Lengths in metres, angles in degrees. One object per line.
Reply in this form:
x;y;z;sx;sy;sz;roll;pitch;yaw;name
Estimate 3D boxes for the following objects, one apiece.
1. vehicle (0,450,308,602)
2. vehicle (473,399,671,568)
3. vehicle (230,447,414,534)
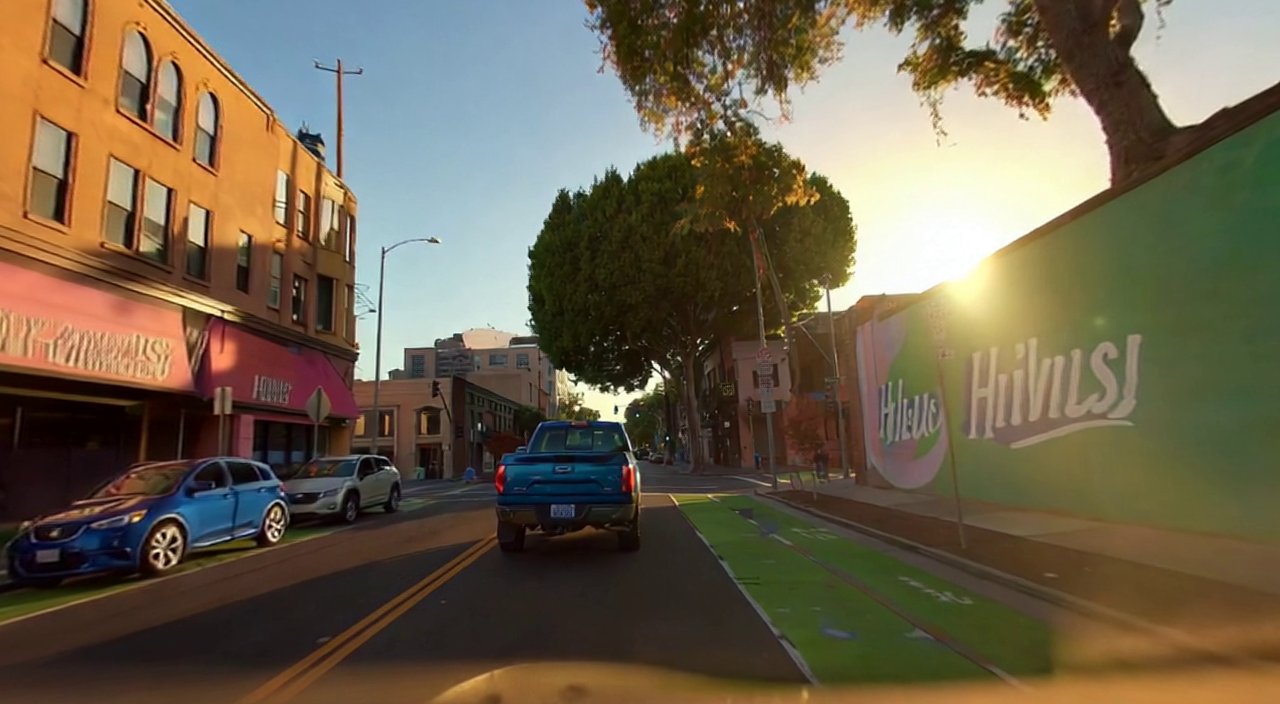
-7.203;2.422;9.781;1.882;1.686;4.489;-2;-8;-3;vehicle
-0.749;1.823;9.480;2.215;1.882;4.611;0;-8;0;vehicle
-7.395;3.211;15.450;1.884;1.730;5.076;0;-8;0;vehicle
